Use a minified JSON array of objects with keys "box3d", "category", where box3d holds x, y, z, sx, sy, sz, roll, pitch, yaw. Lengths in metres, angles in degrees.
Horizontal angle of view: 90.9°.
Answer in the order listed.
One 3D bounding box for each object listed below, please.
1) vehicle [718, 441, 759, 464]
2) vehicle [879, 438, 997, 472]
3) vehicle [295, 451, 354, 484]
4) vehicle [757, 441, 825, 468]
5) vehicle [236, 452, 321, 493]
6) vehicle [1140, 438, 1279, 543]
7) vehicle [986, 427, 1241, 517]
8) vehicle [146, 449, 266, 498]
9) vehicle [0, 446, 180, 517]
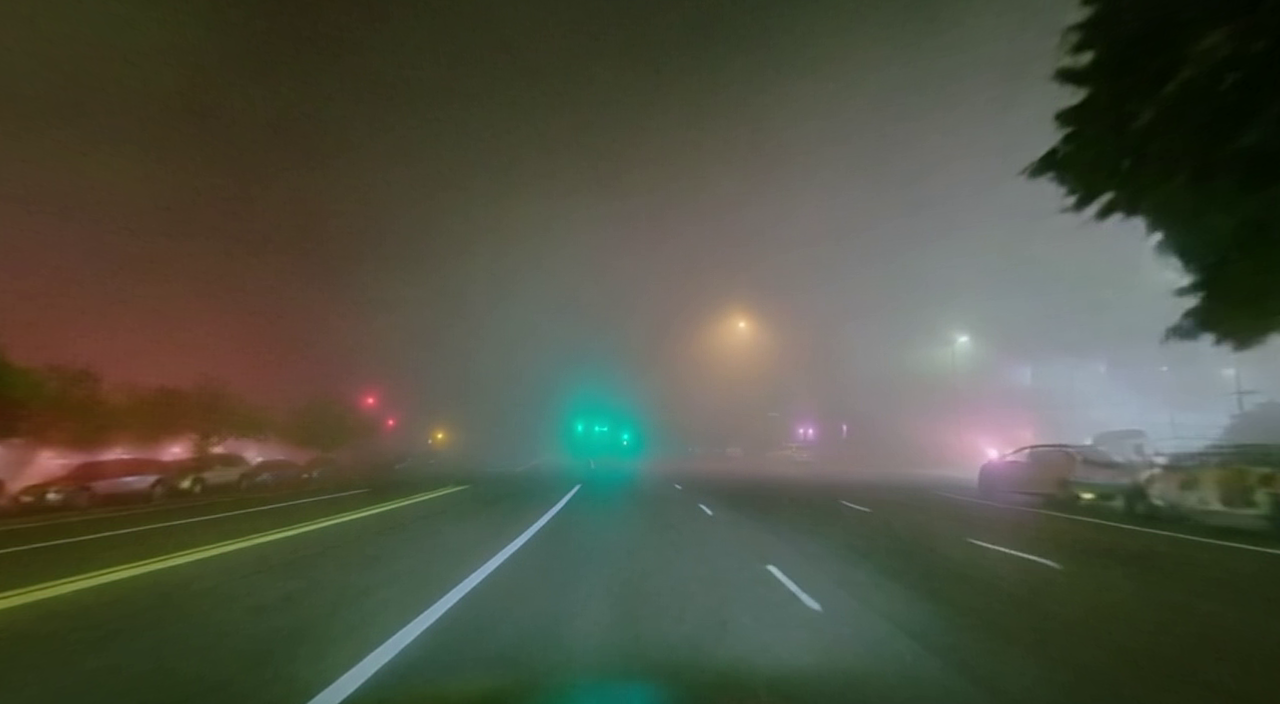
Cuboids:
[{"box3d":[7.704,7.966,49.934,2.039,1.752,4.876,1,-9,-6],"category":"vehicle"},{"box3d":[15.654,5.424,33.316,5.088,1.538,2.114,-2,-7,2],"category":"vehicle"},{"box3d":[-18.197,6.651,36.503,1.836,1.512,3.581,-2,-6,-5],"category":"vehicle"},{"box3d":[9.407,6.435,39.605,1.919,1.627,4.196,5,-10,-26],"category":"vehicle"},{"box3d":[-17.838,5.899,31.331,1.802,1.477,4.648,-3,-5,-4],"category":"vehicle"},{"box3d":[9.707,1.889,8.546,1.863,1.423,4.709,1,-9,-2],"category":"vehicle"},{"box3d":[9.786,2.515,13.680,1.853,1.578,4.736,0,-9,0],"category":"vehicle"},{"box3d":[-17.681,4.924,25.973,1.883,1.775,4.466,-1,-8,-2],"category":"vehicle"},{"box3d":[-17.431,3.997,20.053,2.099,1.917,4.720,-1,-8,-2],"category":"vehicle"}]
